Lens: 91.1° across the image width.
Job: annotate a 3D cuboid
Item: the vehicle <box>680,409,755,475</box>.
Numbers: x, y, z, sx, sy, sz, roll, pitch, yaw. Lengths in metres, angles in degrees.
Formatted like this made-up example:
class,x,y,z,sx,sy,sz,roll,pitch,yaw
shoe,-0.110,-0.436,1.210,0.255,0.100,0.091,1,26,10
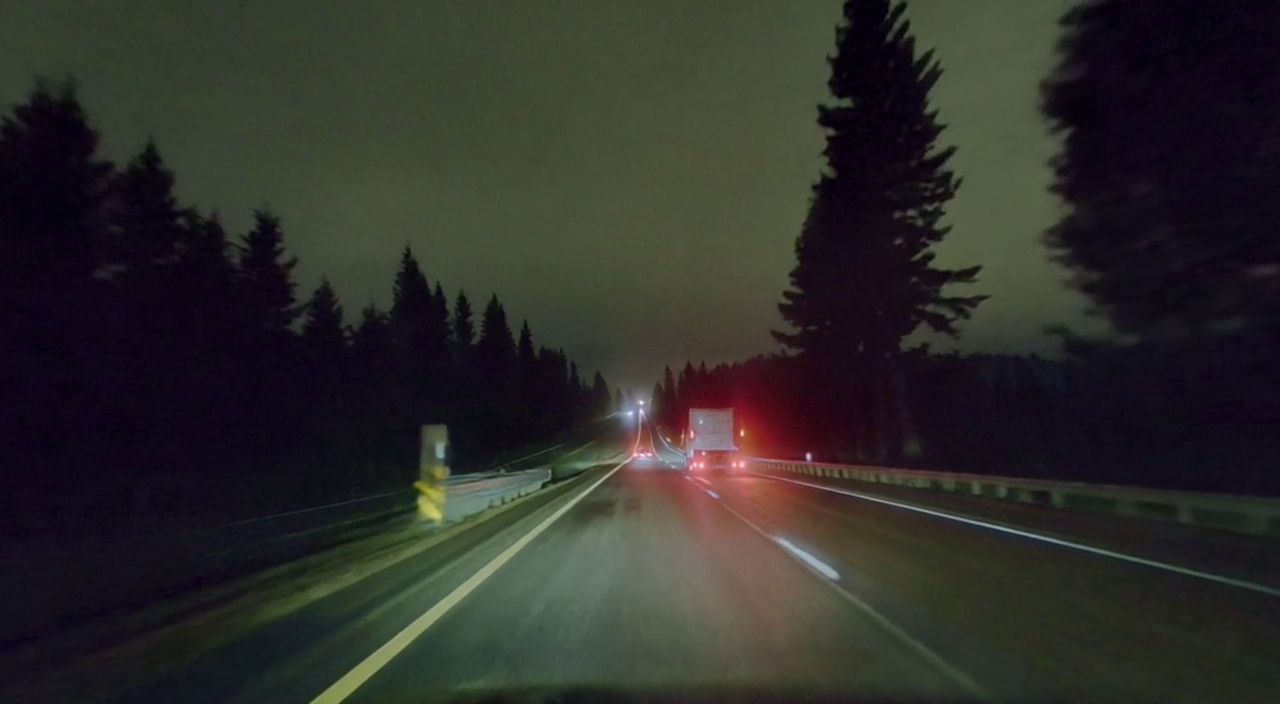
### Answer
class,x,y,z,sx,sy,sz,roll,pitch,yaw
vehicle,4.030,4.968,34.672,3.015,3.211,7.982,0,-8,-1

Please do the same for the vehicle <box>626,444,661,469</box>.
class,x,y,z,sx,sy,sz,roll,pitch,yaw
vehicle,0.225,6.876,41.667,2.170,1.544,4.373,0,-8,0
